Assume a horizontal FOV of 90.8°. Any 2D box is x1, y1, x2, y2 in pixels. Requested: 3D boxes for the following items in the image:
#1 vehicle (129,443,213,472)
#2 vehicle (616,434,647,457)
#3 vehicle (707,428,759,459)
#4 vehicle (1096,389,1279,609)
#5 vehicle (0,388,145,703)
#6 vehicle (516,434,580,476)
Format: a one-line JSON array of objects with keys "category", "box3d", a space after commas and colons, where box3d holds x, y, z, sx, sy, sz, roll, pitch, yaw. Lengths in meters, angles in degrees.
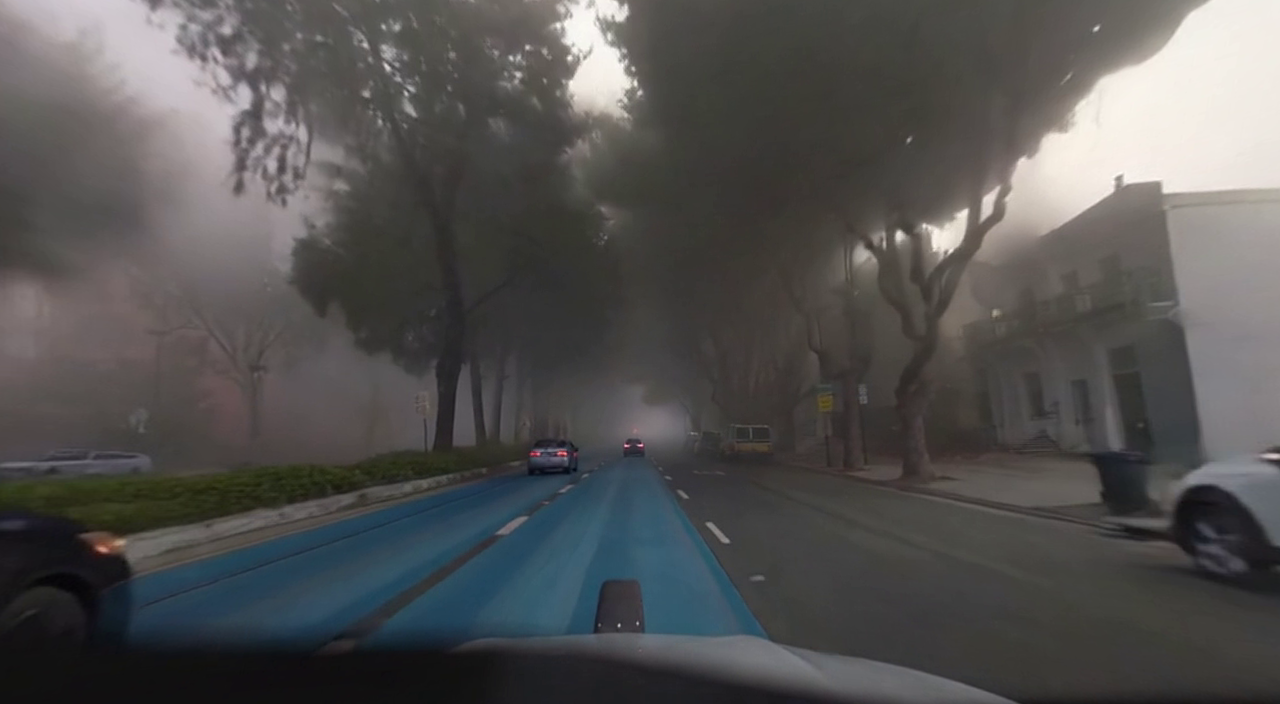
[{"category": "vehicle", "box3d": [-34.174, 7.689, 46.105, 4.285, 1.860, 2.302, -3, -9, 0]}, {"category": "vehicle", "box3d": [-0.551, 6.395, 43.267, 1.999, 1.520, 3.896, 0, -8, 0]}, {"category": "vehicle", "box3d": [5.958, 6.005, 41.347, 2.390, 1.816, 6.050, 0, -8, -1]}, {"category": "vehicle", "box3d": [6.391, 1.091, 4.380, 2.206, 1.803, 5.753, 0, -8, 1]}, {"category": "vehicle", "box3d": [-3.590, 0.687, 1.021, 1.995, 1.524, 4.438, 0, -8, -1]}, {"category": "vehicle", "box3d": [-3.599, 4.123, 25.484, 1.934, 1.522, 4.287, 0, -8, 0]}]
